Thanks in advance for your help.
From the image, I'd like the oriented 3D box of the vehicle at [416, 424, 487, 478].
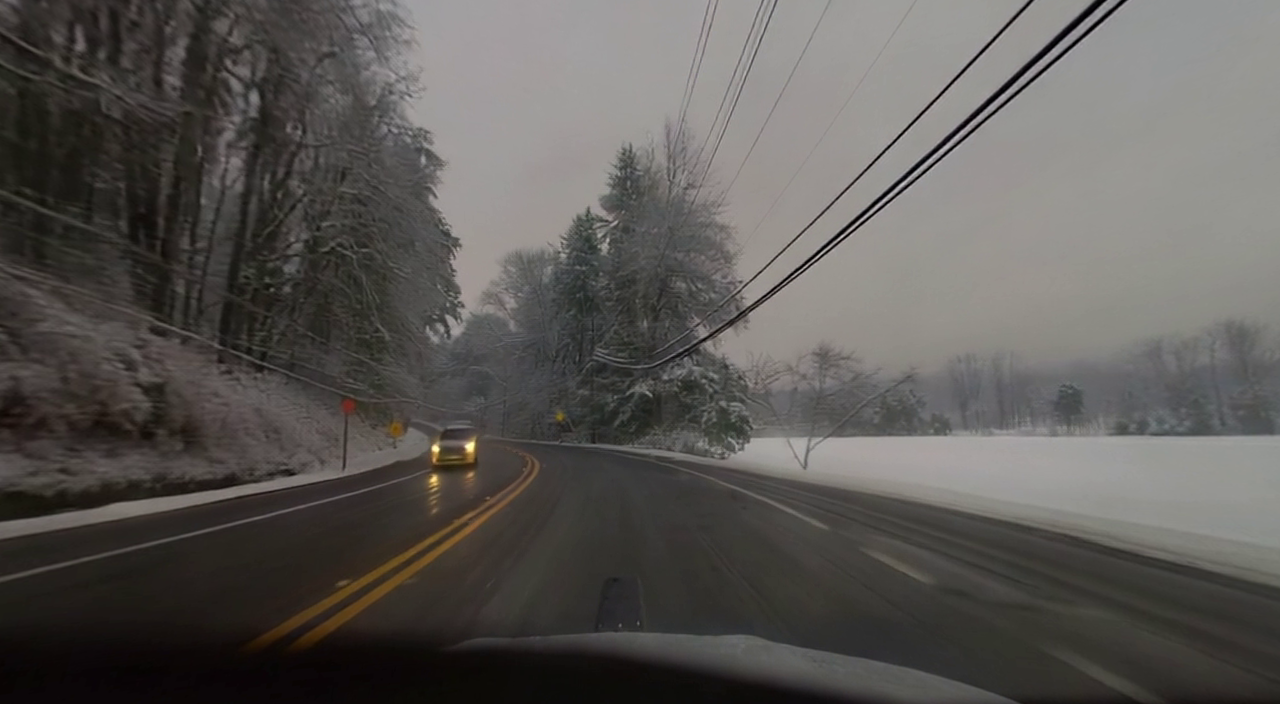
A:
[{"bbox_3d":[-7.681,4.069,26.168,2.151,2.036,4.267,1,-9,-8],"label":"vehicle"}]
